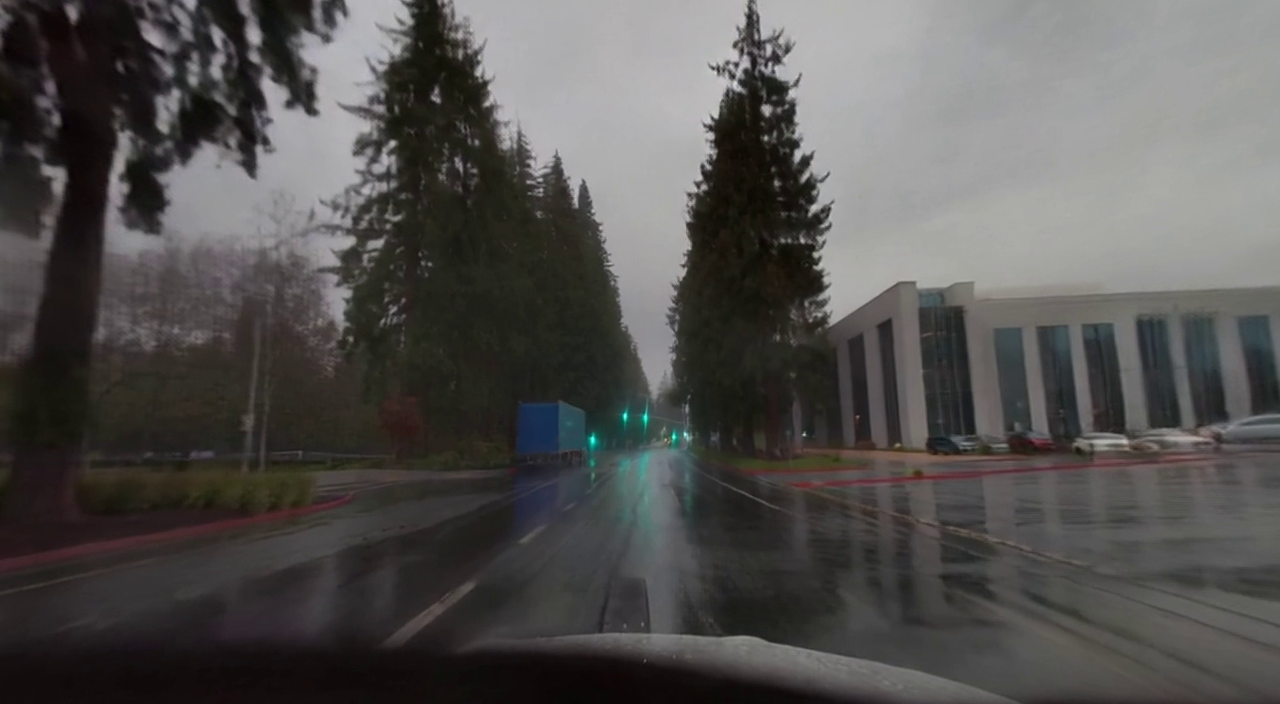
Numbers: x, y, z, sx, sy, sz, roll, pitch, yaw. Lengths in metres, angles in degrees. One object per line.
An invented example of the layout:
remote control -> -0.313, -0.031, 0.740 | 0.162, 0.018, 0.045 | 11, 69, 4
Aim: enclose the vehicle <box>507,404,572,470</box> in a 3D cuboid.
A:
vehicle -> -6.669, 5.877, 43.114 | 3.053, 4.058, 8.110 | 0, -9, 0
